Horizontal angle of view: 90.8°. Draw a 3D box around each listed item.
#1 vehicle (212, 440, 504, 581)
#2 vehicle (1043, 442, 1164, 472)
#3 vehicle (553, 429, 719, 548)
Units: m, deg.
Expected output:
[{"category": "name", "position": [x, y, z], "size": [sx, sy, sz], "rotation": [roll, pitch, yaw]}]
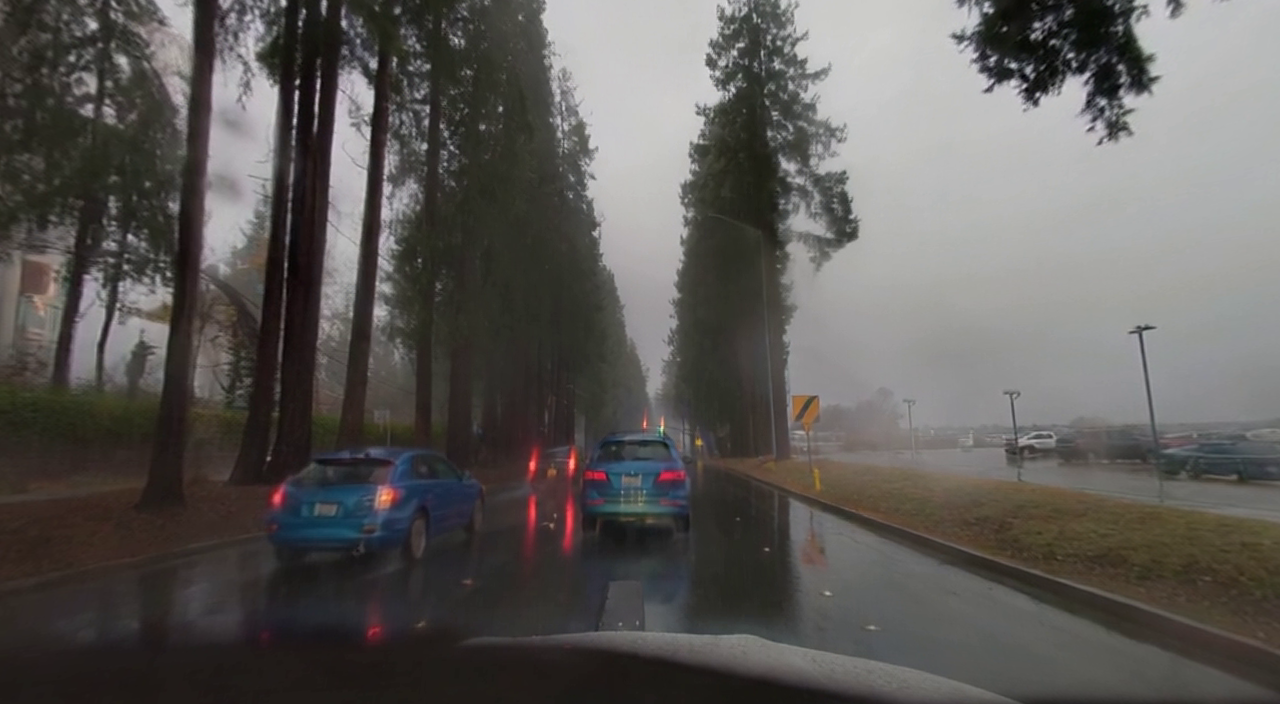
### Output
[{"category": "vehicle", "position": [-3.463, 1.998, 8.914], "size": [1.922, 1.464, 4.424], "rotation": [0, -8, 2]}, {"category": "vehicle", "position": [28.282, 6.404, 38.637], "size": [5.955, 1.702, 2.166], "rotation": [1, -8, -6]}, {"category": "vehicle", "position": [-0.035, 2.144, 10.557], "size": [2.229, 1.591, 3.897], "rotation": [0, -8, 1]}]
